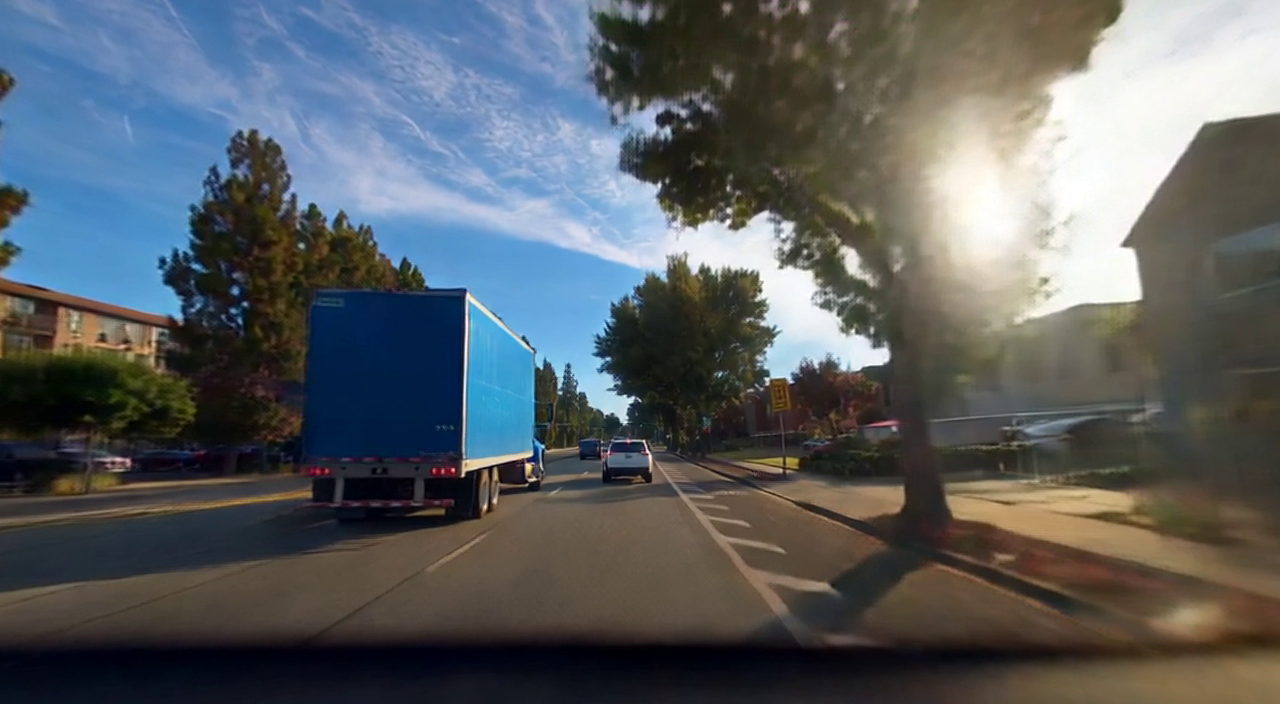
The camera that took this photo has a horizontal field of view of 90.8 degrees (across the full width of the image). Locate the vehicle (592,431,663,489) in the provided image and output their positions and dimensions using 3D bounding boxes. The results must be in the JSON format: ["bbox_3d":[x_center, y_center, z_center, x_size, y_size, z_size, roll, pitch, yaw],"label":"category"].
[{"bbox_3d":[-0.411,3.470,20.572,2.094,1.682,3.866,0,-9,-1],"label":"vehicle"}]

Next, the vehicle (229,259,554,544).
[{"bbox_3d":[-4.037,1.384,13.826,2.996,3.902,10.410,0,-9,-1],"label":"vehicle"}]
